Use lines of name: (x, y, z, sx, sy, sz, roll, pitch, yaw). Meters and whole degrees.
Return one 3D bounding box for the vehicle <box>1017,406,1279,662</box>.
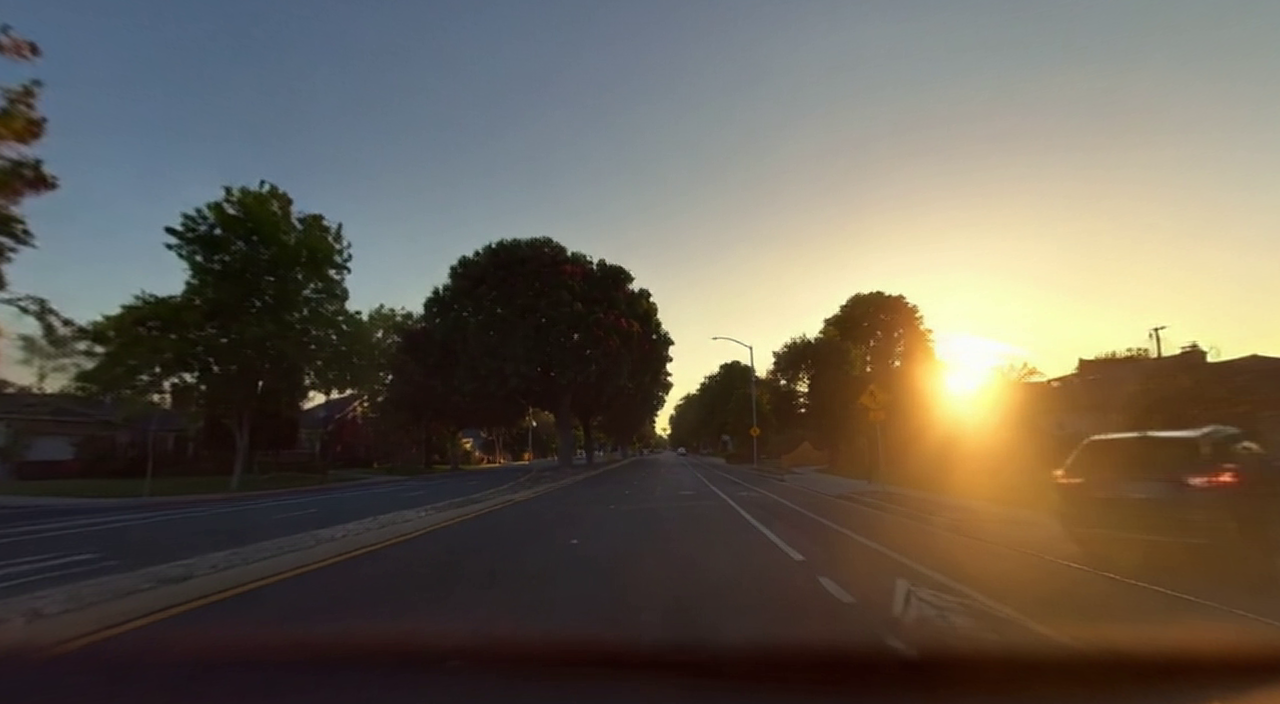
vehicle: (5.404, 1.558, 6.460, 2.018, 1.733, 4.546, -6, -11, 37)
